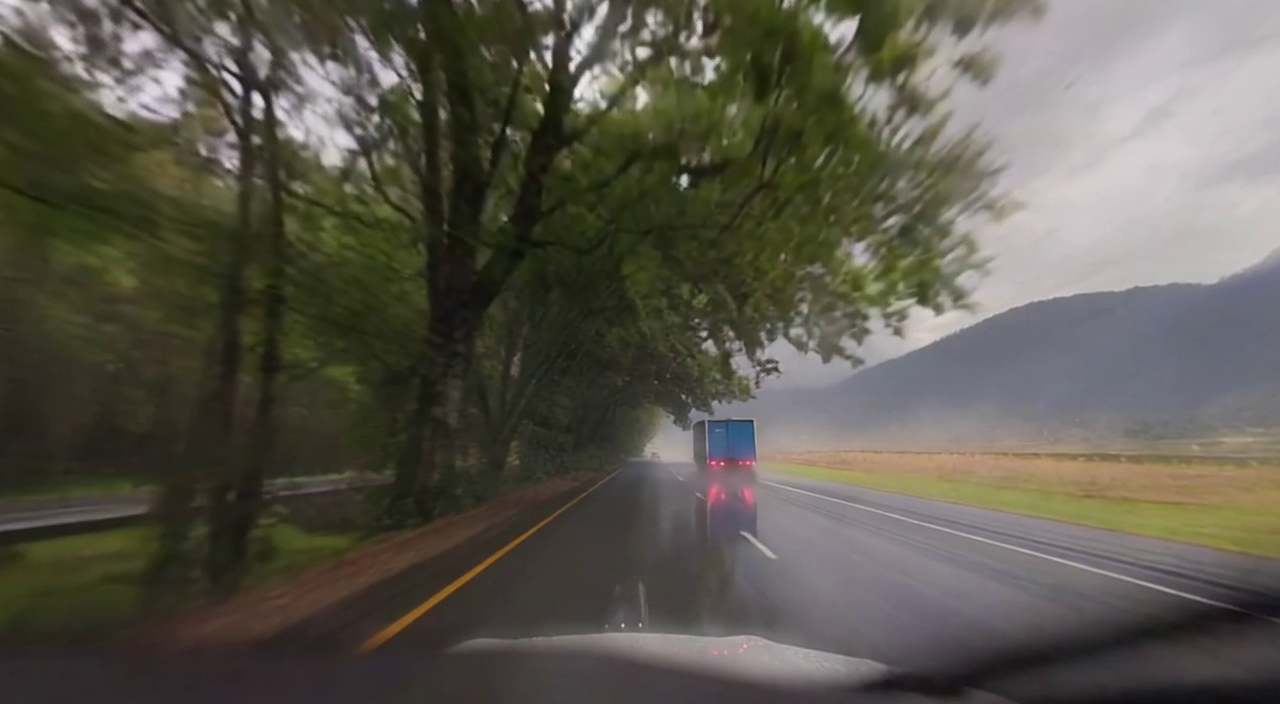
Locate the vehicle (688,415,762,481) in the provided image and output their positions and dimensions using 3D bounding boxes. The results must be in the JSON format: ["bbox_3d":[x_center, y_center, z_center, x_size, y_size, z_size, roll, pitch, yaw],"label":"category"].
[{"bbox_3d":[3.877,4.592,30.009,2.572,2.795,5.978,0,-9,-1],"label":"vehicle"}]
